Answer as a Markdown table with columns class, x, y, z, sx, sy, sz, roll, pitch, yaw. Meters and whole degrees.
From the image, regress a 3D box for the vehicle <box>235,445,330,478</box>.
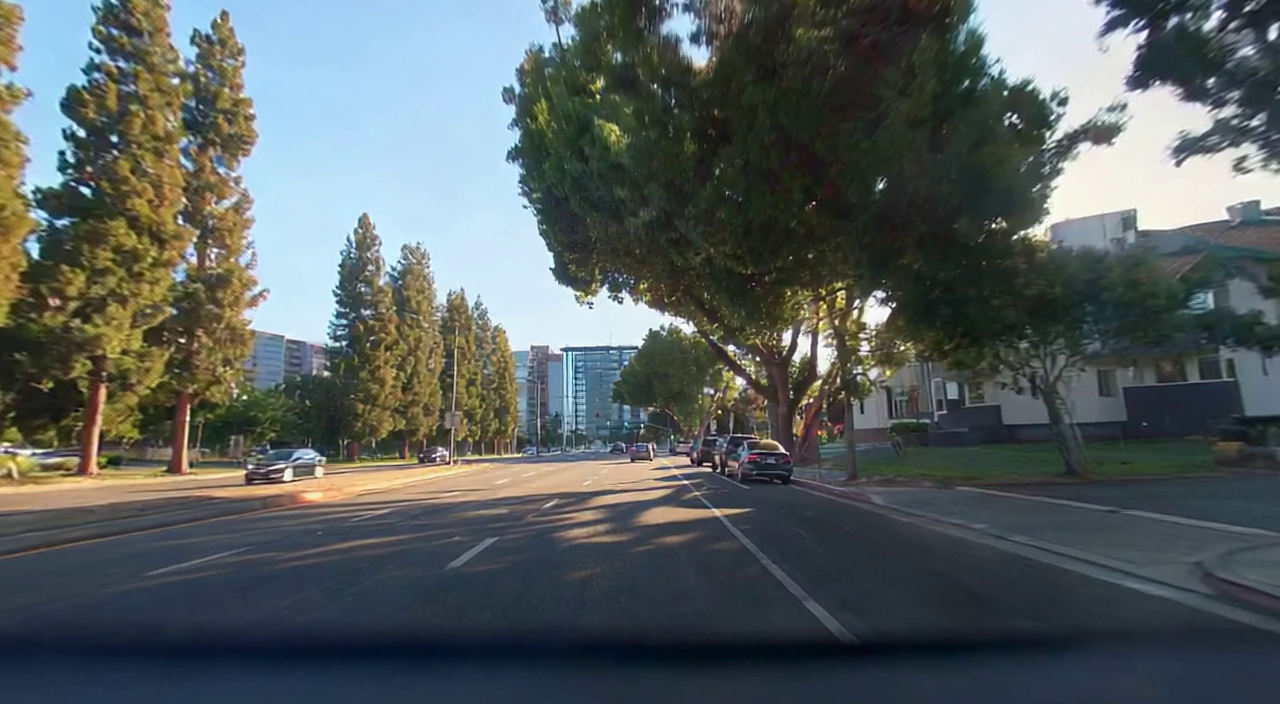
| class | x | y | z | sx | sy | sz | roll | pitch | yaw |
| --- | --- | --- | --- | --- | --- | --- | --- | --- | --- |
| vehicle | -17.833 | 5.458 | 31.731 | 1.932 | 1.516 | 4.738 | -1 | -8 | 1 |

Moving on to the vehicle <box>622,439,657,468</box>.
| class | x | y | z | sx | sy | sz | roll | pitch | yaw |
| --- | --- | --- | --- | --- | --- | --- | --- | --- | --- |
| vehicle | -0.022 | 6.521 | 40.842 | 2.169 | 1.751 | 4.276 | 0 | -8 | 1 |

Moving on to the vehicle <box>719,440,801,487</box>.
| class | x | y | z | sx | sy | sz | roll | pitch | yaw |
| --- | --- | --- | --- | --- | --- | --- | --- | --- | --- |
| vehicle | 4.240 | 4.018 | 23.113 | 2.035 | 1.500 | 4.912 | 0 | -8 | 0 |
